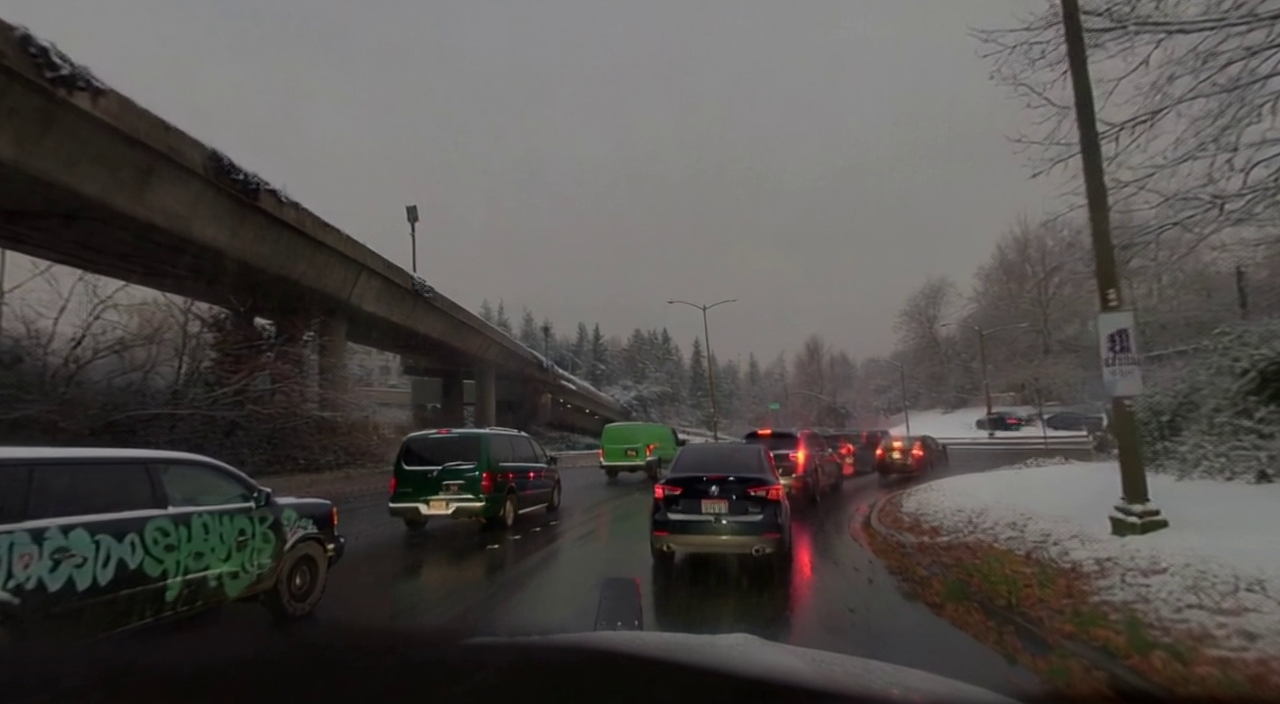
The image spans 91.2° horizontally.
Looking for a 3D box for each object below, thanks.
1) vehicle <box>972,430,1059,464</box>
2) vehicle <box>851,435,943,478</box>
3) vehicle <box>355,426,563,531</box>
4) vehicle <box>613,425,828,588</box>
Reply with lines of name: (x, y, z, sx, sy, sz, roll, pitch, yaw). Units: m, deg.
vehicle: (17.505, 4.438, 29.195, 3.934, 1.485, 1.763, 5, -10, -32)
vehicle: (9.719, 3.890, 23.538, 1.780, 1.446, 3.902, -9, -12, 44)
vehicle: (-3.043, 2.245, 11.620, 1.921, 1.554, 4.081, -2, -9, 13)
vehicle: (1.261, 1.788, 8.037, 2.064, 1.515, 3.722, -3, -9, 17)
